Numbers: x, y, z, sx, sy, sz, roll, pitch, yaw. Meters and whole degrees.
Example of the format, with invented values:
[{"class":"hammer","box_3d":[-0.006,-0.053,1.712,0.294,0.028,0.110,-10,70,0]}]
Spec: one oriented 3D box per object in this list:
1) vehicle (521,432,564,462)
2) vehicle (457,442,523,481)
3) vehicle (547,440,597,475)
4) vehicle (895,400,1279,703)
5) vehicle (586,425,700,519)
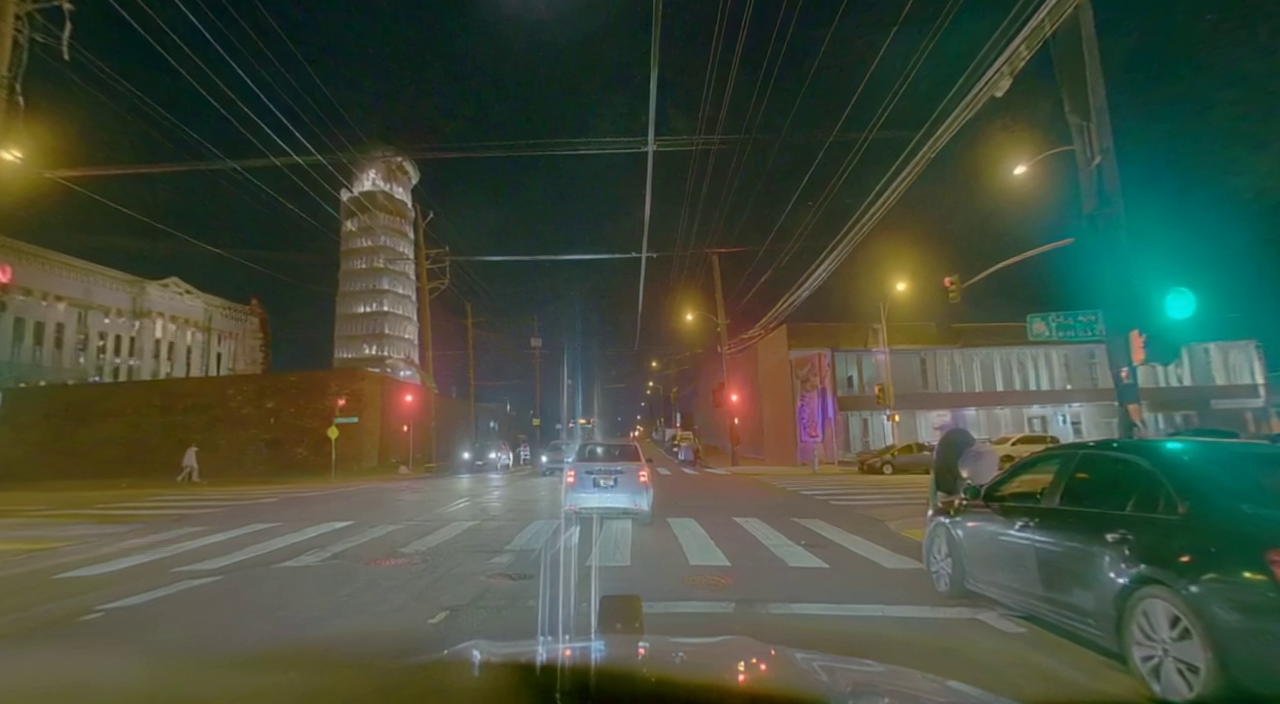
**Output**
[{"class":"vehicle","box_3d":[-7.052,6.954,46.187,2.127,2.034,5.559,0,-8,1]},{"class":"vehicle","box_3d":[-7.042,5.172,30.240,1.892,1.706,5.224,0,-8,0]},{"class":"vehicle","box_3d":[-3.384,5.312,32.018,2.055,1.660,3.954,0,-8,1]},{"class":"vehicle","box_3d":[3.480,1.150,3.798,1.949,1.521,4.445,0,-8,-1]},{"class":"vehicle","box_3d":[0.045,2.606,14.245,2.190,1.783,4.048,0,-8,0]}]
